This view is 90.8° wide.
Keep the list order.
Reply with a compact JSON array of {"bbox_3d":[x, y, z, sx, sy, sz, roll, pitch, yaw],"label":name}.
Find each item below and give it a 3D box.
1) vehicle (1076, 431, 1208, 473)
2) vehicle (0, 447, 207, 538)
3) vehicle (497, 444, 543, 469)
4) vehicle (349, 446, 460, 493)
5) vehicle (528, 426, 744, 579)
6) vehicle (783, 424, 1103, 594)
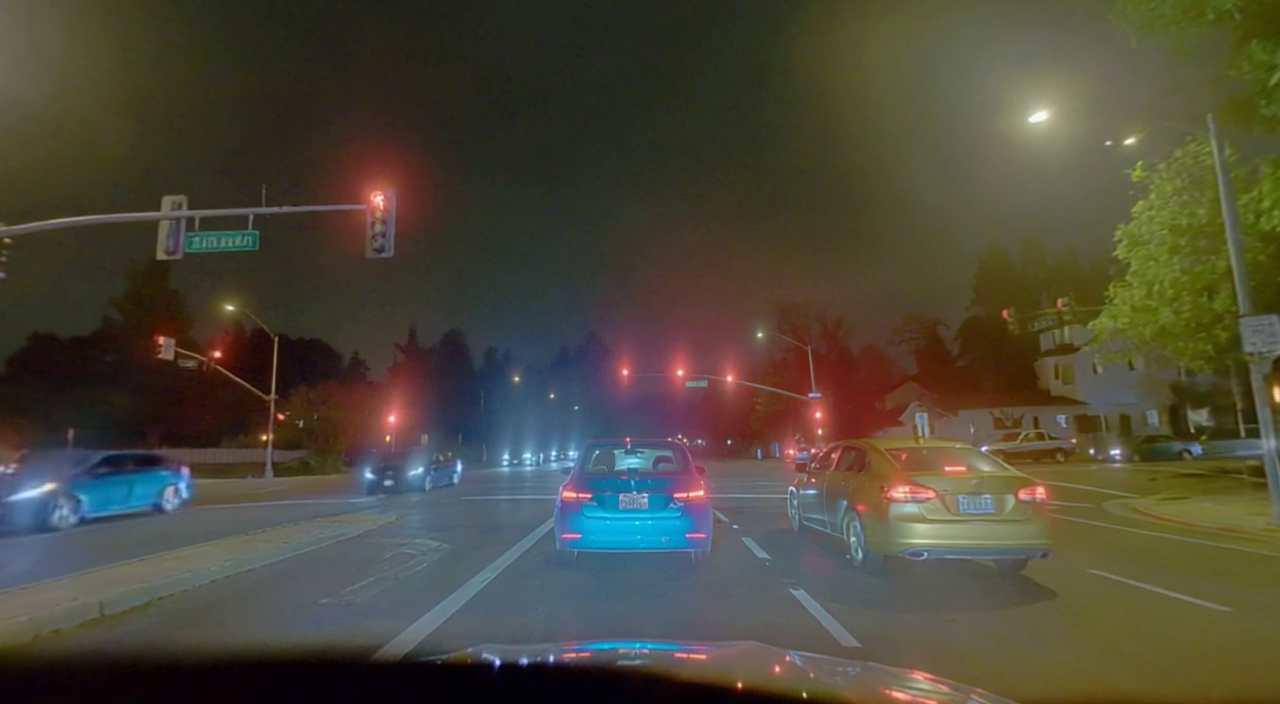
[{"bbox_3d":[24.003,4.789,30.321,4.520,1.762,2.005,-2,-8,-1],"label":"vehicle"},{"bbox_3d":[-11.298,2.651,12.655,2.125,1.476,4.385,0,-8,0],"label":"vehicle"},{"bbox_3d":[-7.524,6.573,40.123,2.003,1.480,4.633,0,-8,0],"label":"vehicle"},{"bbox_3d":[-7.568,3.787,20.804,2.040,1.374,4.150,0,-8,0],"label":"vehicle"},{"bbox_3d":[-0.056,1.780,8.272,2.103,1.478,4.073,0,-8,0],"label":"vehicle"},{"bbox_3d":[3.183,1.715,7.769,1.913,1.505,4.097,0,-8,0],"label":"vehicle"}]
